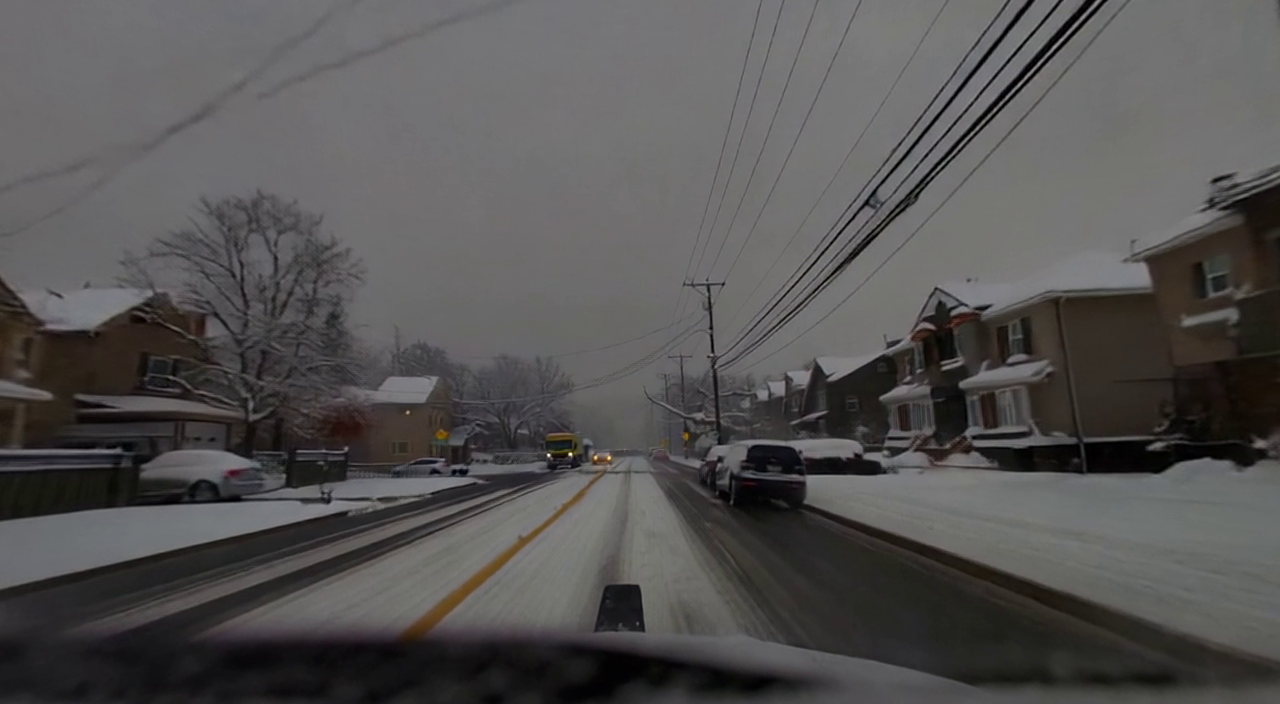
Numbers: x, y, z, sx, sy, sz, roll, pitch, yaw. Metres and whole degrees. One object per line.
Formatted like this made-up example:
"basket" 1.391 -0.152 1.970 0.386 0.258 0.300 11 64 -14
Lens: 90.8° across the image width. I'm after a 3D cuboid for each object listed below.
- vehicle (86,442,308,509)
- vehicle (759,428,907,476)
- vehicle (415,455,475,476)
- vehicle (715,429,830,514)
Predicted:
"vehicle" -11.819 3.292 17.116 4.480 1.665 1.930 0 -9 -1
"vehicle" 7.729 4.065 25.743 5.288 1.871 2.148 0 -8 1
"vehicle" -15.293 8.929 49.772 4.204 1.626 1.874 1 -9 -5
"vehicle" 3.065 2.857 15.510 1.945 1.792 3.903 0 -9 0
